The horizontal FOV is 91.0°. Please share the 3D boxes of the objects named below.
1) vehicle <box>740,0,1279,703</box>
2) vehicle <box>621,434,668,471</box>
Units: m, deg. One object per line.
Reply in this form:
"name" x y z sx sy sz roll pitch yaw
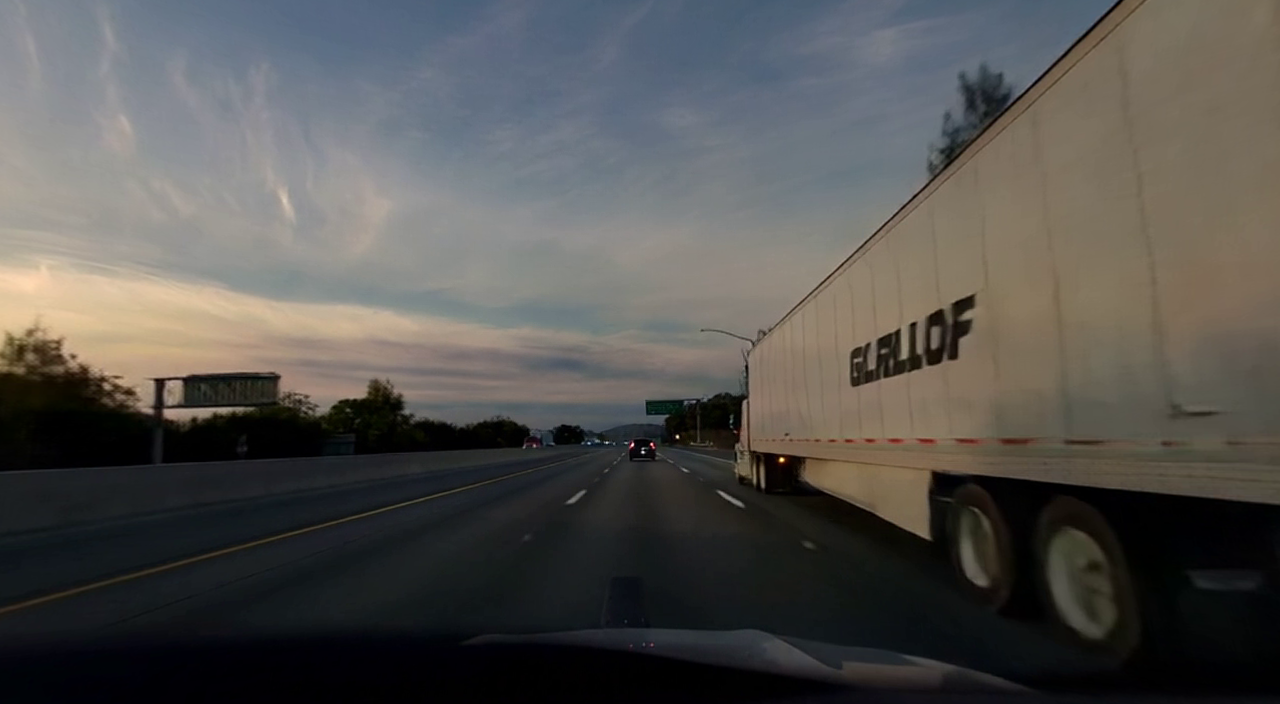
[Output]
"vehicle" 4.364 0.584 9.797 2.936 4.125 15.204 0 -8 -1
"vehicle" 0.210 4.747 30.000 2.111 1.635 4.177 0 -8 0
